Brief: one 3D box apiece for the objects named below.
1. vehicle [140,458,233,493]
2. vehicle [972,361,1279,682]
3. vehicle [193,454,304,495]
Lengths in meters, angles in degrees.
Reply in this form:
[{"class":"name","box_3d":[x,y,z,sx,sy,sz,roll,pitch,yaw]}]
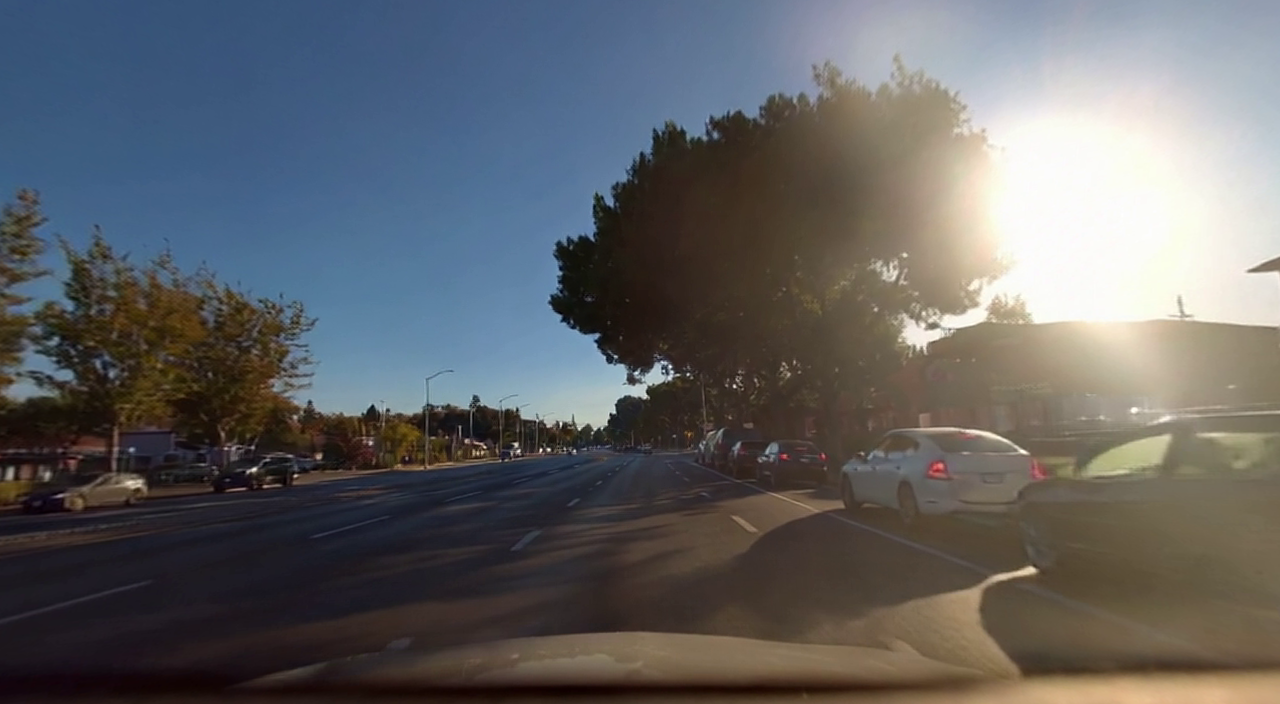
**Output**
[{"class":"vehicle","box_3d":[-28.894,7.860,40.368,4.426,1.782,2.056,-4,-8,1]},{"class":"vehicle","box_3d":[4.533,1.019,4.121,2.094,1.731,4.763,0,-8,0]},{"class":"vehicle","box_3d":[-19.248,5.996,31.374,2.166,1.804,4.897,-1,-8,3]}]
